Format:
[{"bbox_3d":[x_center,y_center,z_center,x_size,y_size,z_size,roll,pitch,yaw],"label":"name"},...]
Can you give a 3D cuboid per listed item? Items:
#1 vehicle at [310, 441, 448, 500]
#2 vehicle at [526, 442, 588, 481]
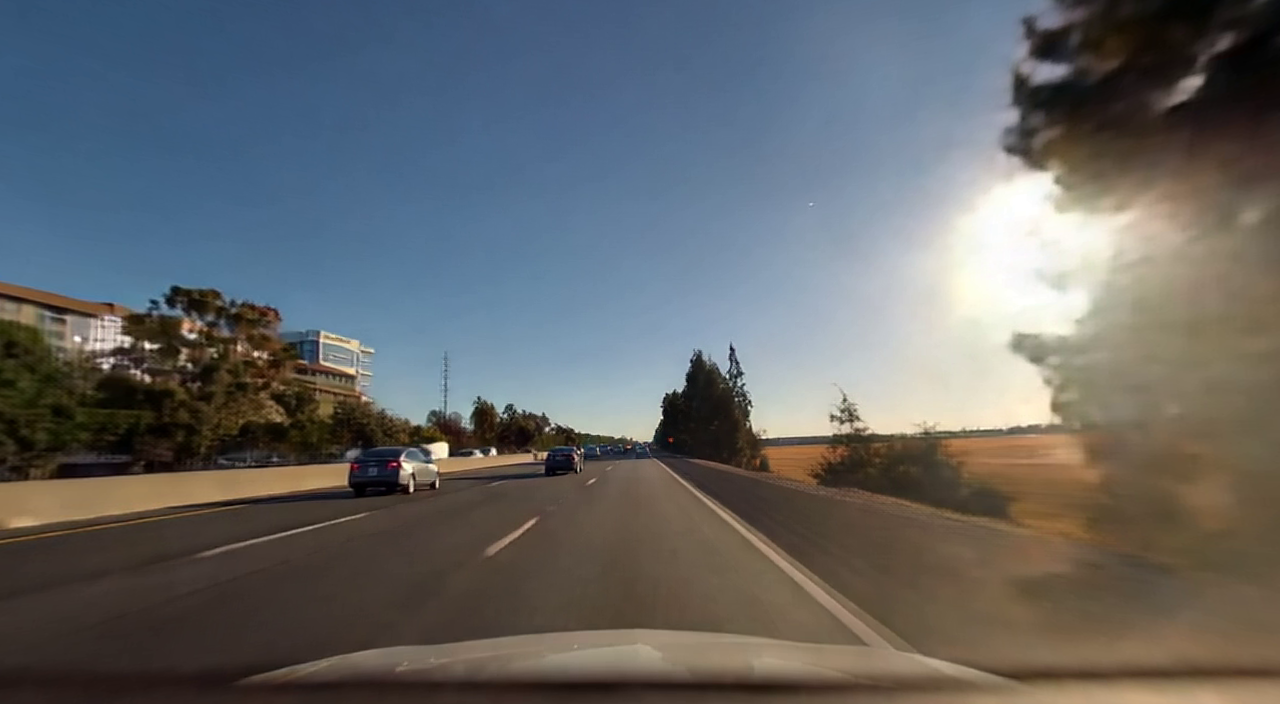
[{"bbox_3d":[-7.457,3.412,18.595,2.034,1.523,4.627,0,-9,1],"label":"vehicle"},{"bbox_3d":[-3.640,4.917,28.529,2.083,1.588,4.801,0,-9,1],"label":"vehicle"}]
